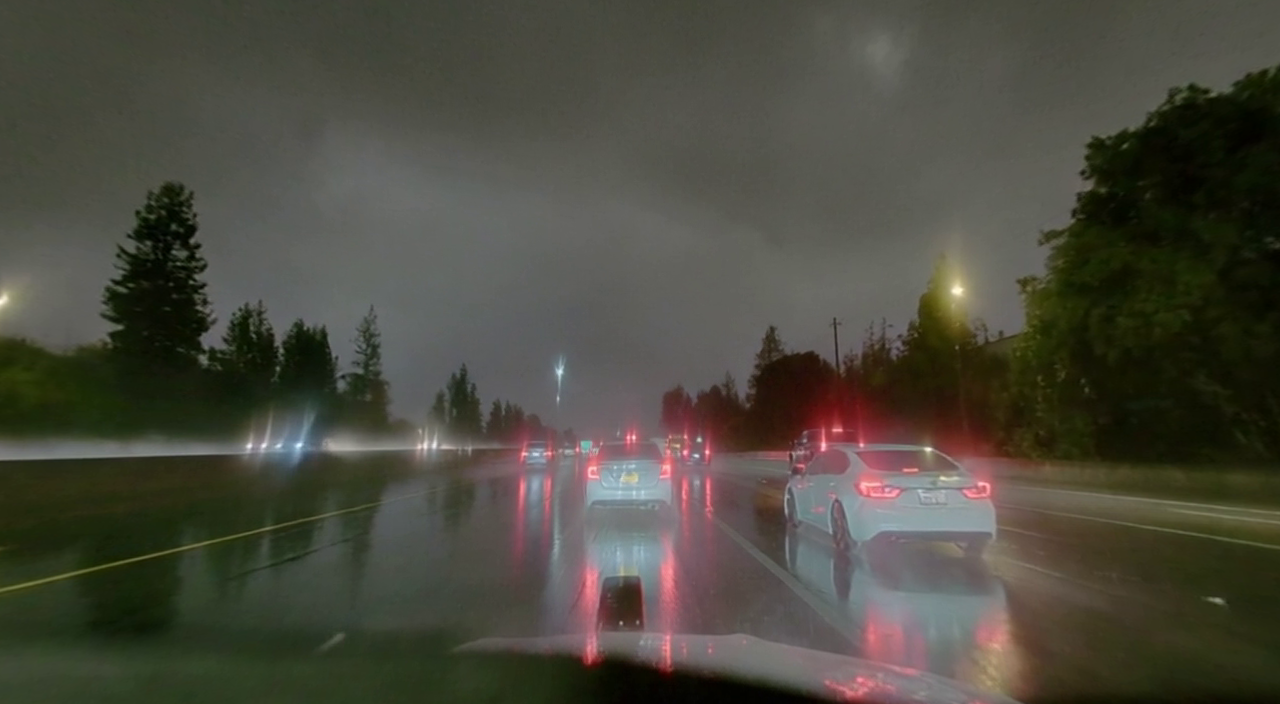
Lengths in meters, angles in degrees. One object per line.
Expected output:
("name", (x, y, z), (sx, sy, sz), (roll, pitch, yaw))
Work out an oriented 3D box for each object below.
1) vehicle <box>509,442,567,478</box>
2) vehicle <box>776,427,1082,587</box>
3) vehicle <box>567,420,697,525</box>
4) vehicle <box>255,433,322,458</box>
("vehicle", (-4.611, 4.951, 29.167), (2.023, 1.497, 4.526), (1, -9, -1))
("vehicle", (3.301, 1.843, 8.336), (1.975, 1.532, 4.227), (1, -9, -1))
("vehicle", (-0.153, 2.330, 12.629), (2.181, 1.728, 3.970), (0, -9, -1))
("vehicle", (-23.037, 6.156, 41.481), (1.957, 1.528, 4.430), (1, -9, -2))
